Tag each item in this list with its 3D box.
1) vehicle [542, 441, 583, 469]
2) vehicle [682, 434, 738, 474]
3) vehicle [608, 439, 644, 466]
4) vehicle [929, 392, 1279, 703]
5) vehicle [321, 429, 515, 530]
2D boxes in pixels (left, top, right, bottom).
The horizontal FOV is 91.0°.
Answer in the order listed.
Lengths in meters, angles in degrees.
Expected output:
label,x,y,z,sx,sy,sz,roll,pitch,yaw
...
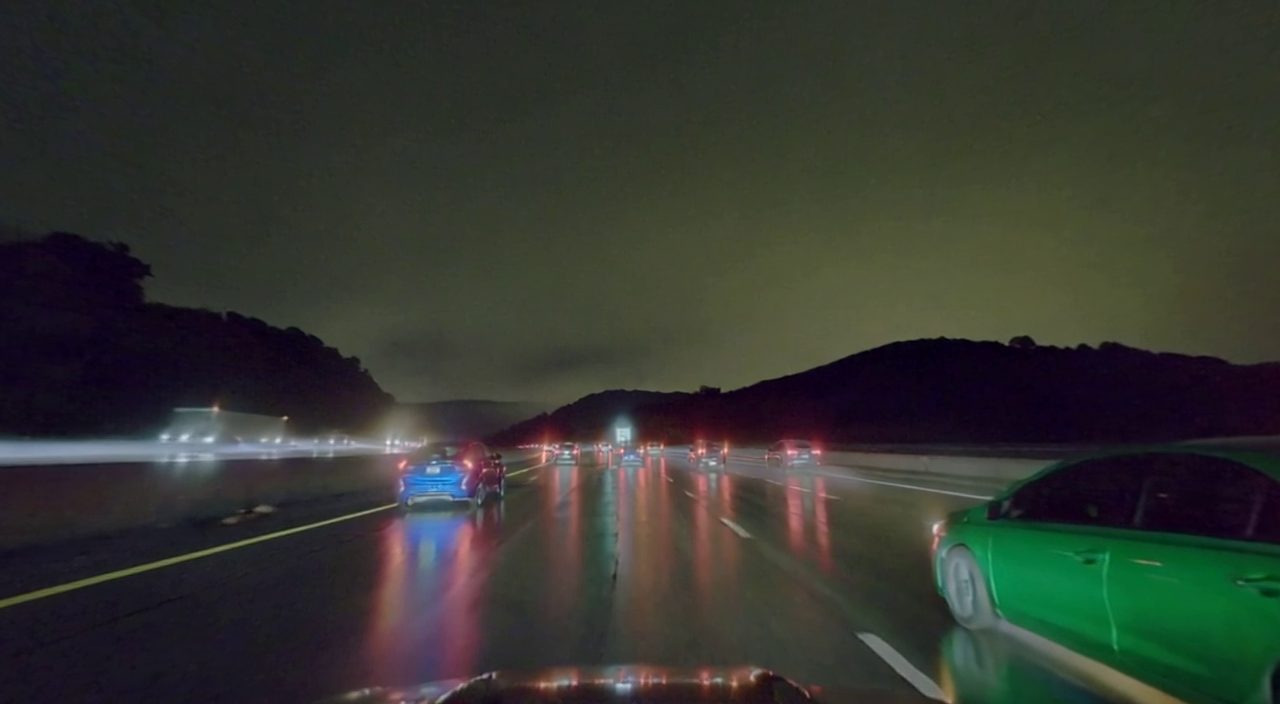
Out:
label,x,y,z,sx,sy,sz,roll,pitch,yaw
vehicle,-4.219,5.665,34.738,1.796,1.464,3.839,0,-9,-1
vehicle,3.385,5.067,31.439,2.222,1.820,4.733,0,-9,-1
vehicle,-0.841,6.199,38.942,2.147,1.572,4.094,0,-9,-1
vehicle,3.368,0.956,2.543,2.136,1.511,4.706,0,-9,0
vehicle,-3.779,2.247,11.668,1.993,1.500,4.248,0,-9,1
